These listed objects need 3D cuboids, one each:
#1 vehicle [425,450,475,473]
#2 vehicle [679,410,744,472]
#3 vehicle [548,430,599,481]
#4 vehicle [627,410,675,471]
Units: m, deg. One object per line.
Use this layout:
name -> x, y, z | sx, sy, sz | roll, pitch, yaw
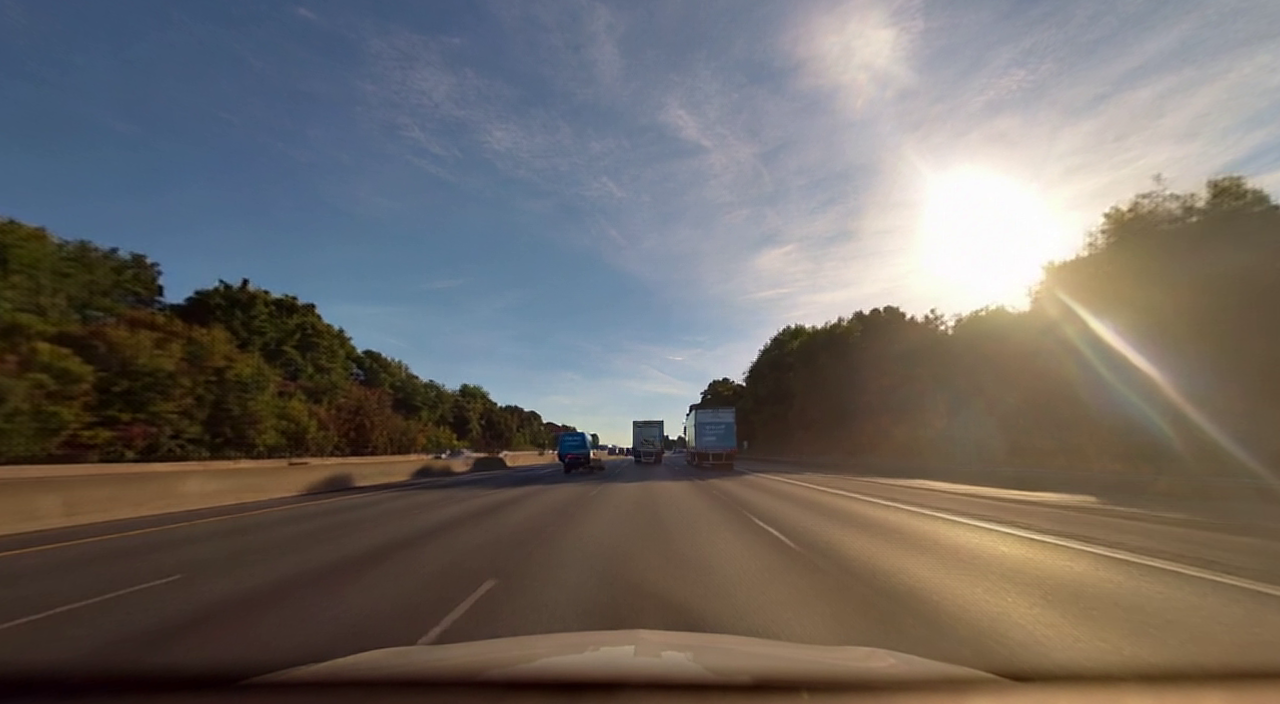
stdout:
vehicle -> -12.857, 7.398, 42.877 | 1.901, 1.465, 4.583 | 0, -9, 1
vehicle -> 5.139, 6.987, 48.856 | 3.319, 4.075, 14.516 | 0, -9, 0
vehicle -> -3.108, 4.917, 30.099 | 2.033, 2.234, 3.490 | 0, -9, 0
vehicle -> 0.692, 6.755, 47.548 | 3.201, 4.019, 10.918 | 0, -9, 0
